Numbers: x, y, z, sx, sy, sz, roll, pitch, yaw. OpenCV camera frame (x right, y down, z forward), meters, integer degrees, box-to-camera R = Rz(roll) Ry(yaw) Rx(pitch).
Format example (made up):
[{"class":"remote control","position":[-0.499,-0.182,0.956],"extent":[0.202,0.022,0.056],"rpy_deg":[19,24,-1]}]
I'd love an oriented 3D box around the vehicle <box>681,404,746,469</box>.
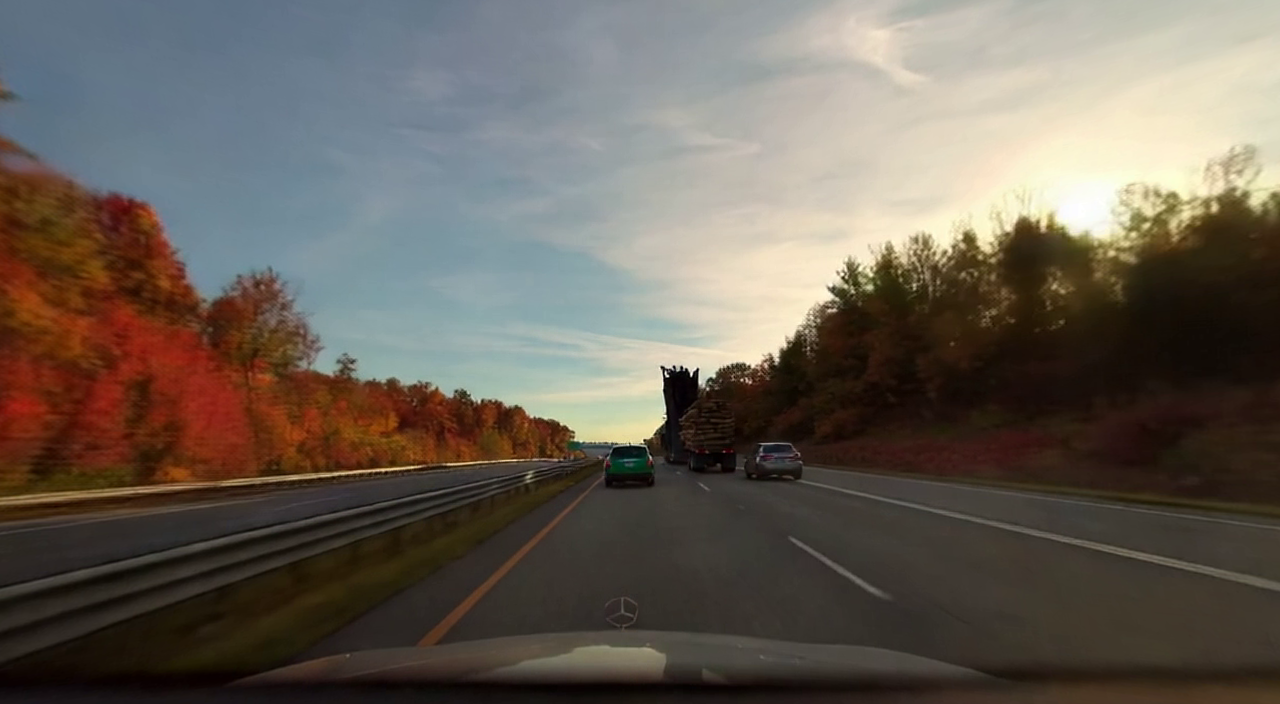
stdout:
[{"class":"vehicle","position":[4.690,5.720,41.945],"extent":[3.125,3.895,8.461],"rpy_deg":[0,-9,-1]}]

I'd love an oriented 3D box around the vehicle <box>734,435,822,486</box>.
[{"class":"vehicle","position":[4.925,3.958,23.075],"extent":[2.057,1.660,4.525],"rpy_deg":[0,-9,-2]}]

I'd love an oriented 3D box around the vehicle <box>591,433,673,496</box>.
[{"class":"vehicle","position":[-0.216,3.394,19.246],"extent":[2.263,1.699,3.936],"rpy_deg":[-1,-9,0]}]
